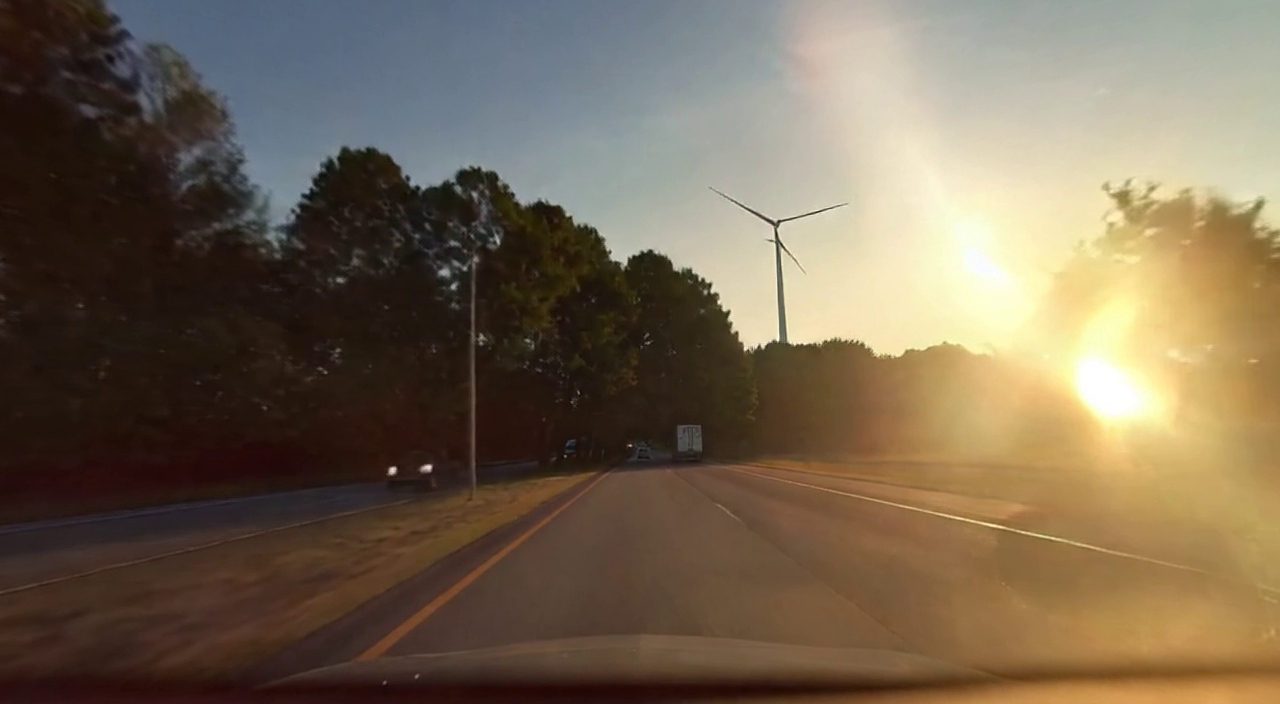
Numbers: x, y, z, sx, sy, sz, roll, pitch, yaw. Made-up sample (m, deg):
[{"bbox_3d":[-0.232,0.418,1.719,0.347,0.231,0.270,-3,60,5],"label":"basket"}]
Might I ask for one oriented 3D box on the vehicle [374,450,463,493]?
[{"bbox_3d":[-8.990,4.867,26.033,2.015,1.591,4.542,0,-9,0],"label":"vehicle"}]
